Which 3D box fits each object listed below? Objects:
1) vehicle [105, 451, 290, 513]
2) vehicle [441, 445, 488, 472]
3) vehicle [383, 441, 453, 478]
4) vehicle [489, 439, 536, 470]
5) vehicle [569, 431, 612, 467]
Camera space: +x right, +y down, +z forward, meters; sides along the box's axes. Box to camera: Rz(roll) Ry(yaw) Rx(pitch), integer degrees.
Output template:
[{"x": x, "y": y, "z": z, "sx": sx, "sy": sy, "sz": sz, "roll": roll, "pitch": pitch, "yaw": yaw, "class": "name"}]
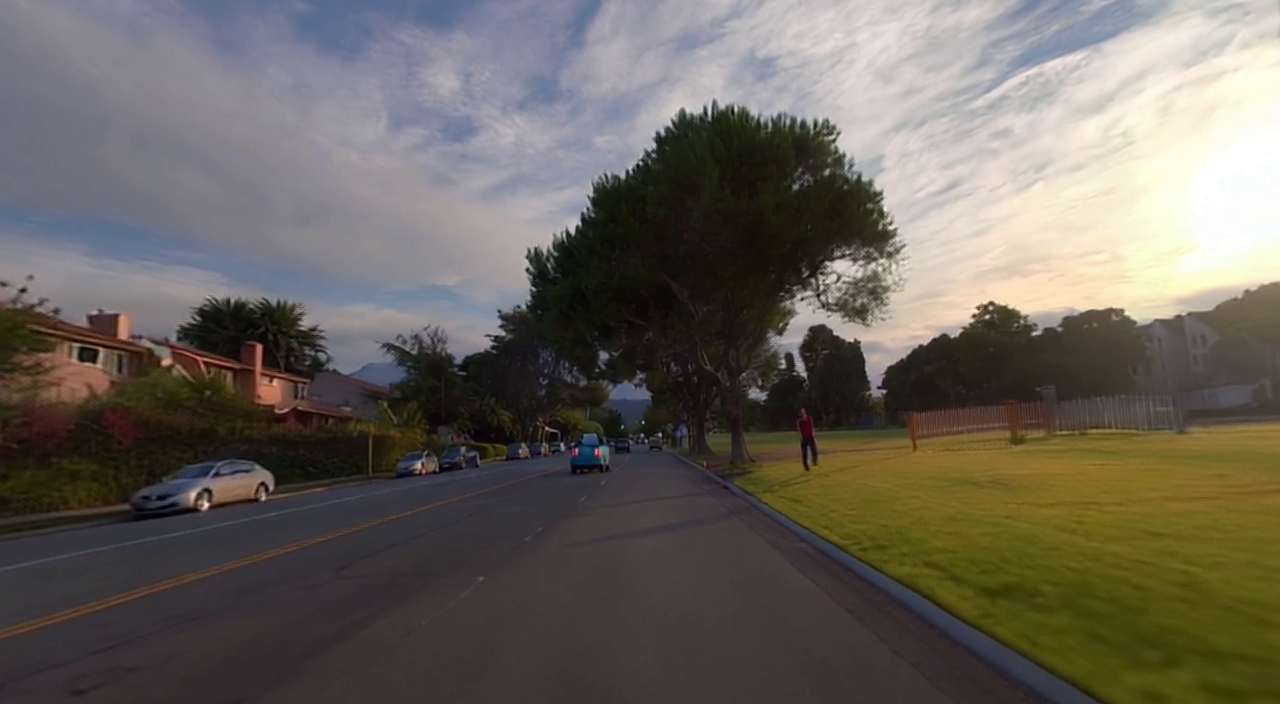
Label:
[{"x": -12.206, "y": 3.581, "z": 17.820, "sx": 1.887, "sy": 1.469, "sz": 4.691, "roll": 0, "pitch": -9, "yaw": -1, "class": "vehicle"}, {"x": -11.638, "y": 7.057, "z": 41.917, "sx": 1.910, "sy": 1.462, "sz": 4.581, "roll": -4, "pitch": -7, "yaw": -1, "class": "vehicle"}, {"x": -11.691, "y": 5.646, "z": 33.429, "sx": 1.904, "sy": 1.728, "sz": 4.997, "roll": 1, "pitch": -8, "yaw": -1, "class": "vehicle"}, {"x": -8.451, "y": 6.799, "z": 41.991, "sx": 2.019, "sy": 1.907, "sz": 4.697, "roll": 0, "pitch": -8, "yaw": 2, "class": "vehicle"}, {"x": -2.632, "y": 5.251, "z": 34.225, "sx": 1.908, "sy": 1.809, "sz": 4.230, "roll": 0, "pitch": -8, "yaw": 2, "class": "vehicle"}]
